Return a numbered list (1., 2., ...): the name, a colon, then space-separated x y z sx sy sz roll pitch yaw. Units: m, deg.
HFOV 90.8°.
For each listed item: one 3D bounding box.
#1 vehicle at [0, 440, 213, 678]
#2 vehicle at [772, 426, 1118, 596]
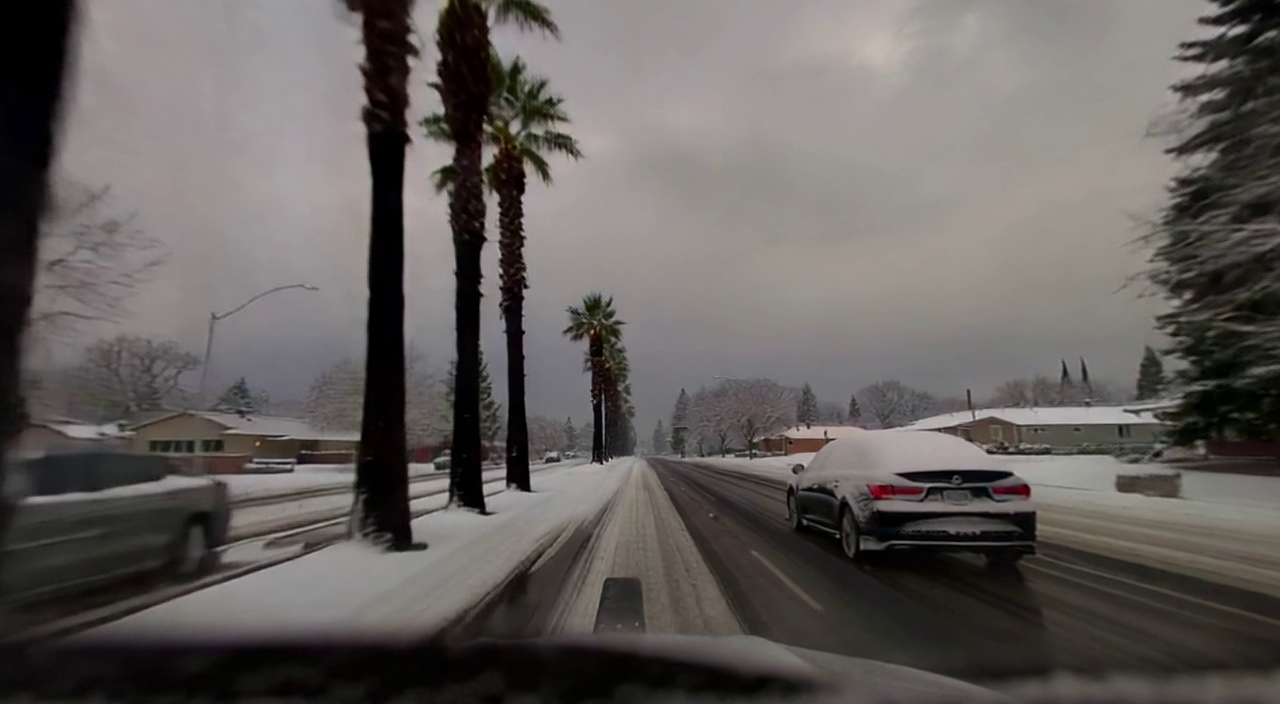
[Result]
1. vehicle: -4.813 1.227 3.590 1.798 1.441 4.309 0 -9 -1
2. vehicle: 3.210 1.772 8.014 1.989 1.492 4.689 0 -9 -1
